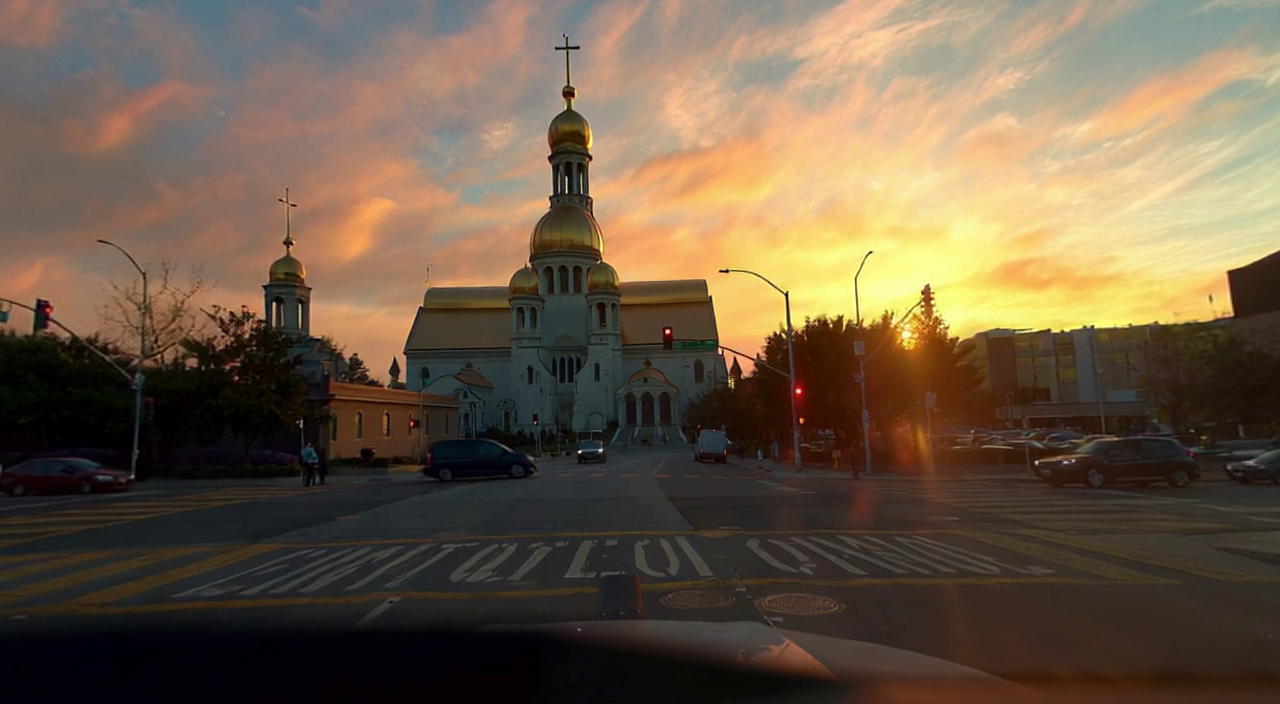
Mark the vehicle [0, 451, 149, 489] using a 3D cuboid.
[{"bbox_3d":[-23.382,4.856,26.207,4.479,1.476,1.873,0,-8,1],"label":"vehicle"}]

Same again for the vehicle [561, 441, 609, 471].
[{"bbox_3d":[-3.226,6.274,38.300,2.223,1.692,4.688,-1,-8,3],"label":"vehicle"}]

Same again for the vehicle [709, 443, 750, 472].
[{"bbox_3d":[5.811,6.862,41.480,1.969,1.776,4.329,0,-8,-2],"label":"vehicle"}]

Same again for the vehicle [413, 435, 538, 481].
[{"bbox_3d":[-6.816,4.359,26.287,4.567,1.724,2.051,5,-10,-32],"label":"vehicle"}]

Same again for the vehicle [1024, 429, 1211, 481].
[{"bbox_3d":[19.868,4.315,26.563,5.852,2.057,2.361,0,-8,1],"label":"vehicle"}]

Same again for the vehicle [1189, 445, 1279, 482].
[{"bbox_3d":[26.372,4.686,26.675,4.561,1.475,1.850,0,-8,0],"label":"vehicle"}]
